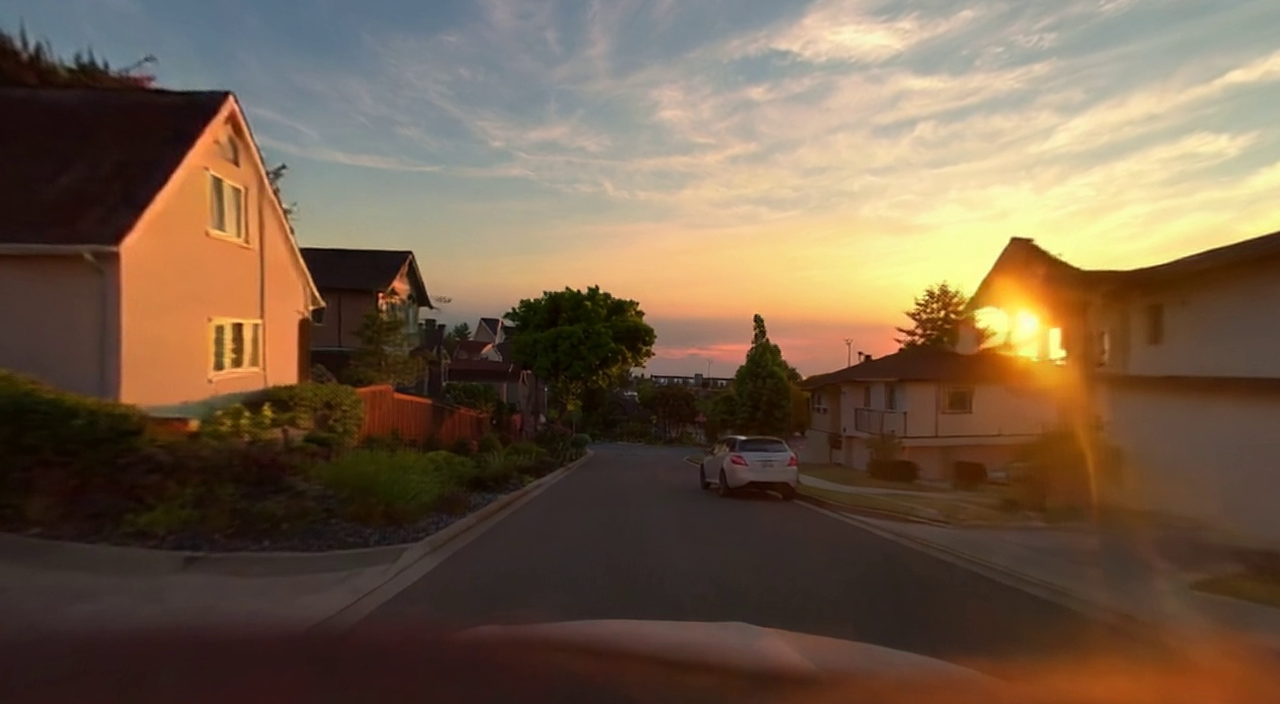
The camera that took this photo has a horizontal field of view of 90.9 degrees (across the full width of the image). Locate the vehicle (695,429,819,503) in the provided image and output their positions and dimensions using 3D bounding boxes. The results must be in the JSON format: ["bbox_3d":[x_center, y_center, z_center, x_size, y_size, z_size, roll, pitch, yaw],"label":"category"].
[{"bbox_3d":[2.612,2.625,15.129,1.955,1.498,4.046,0,-7,-4],"label":"vehicle"}]
